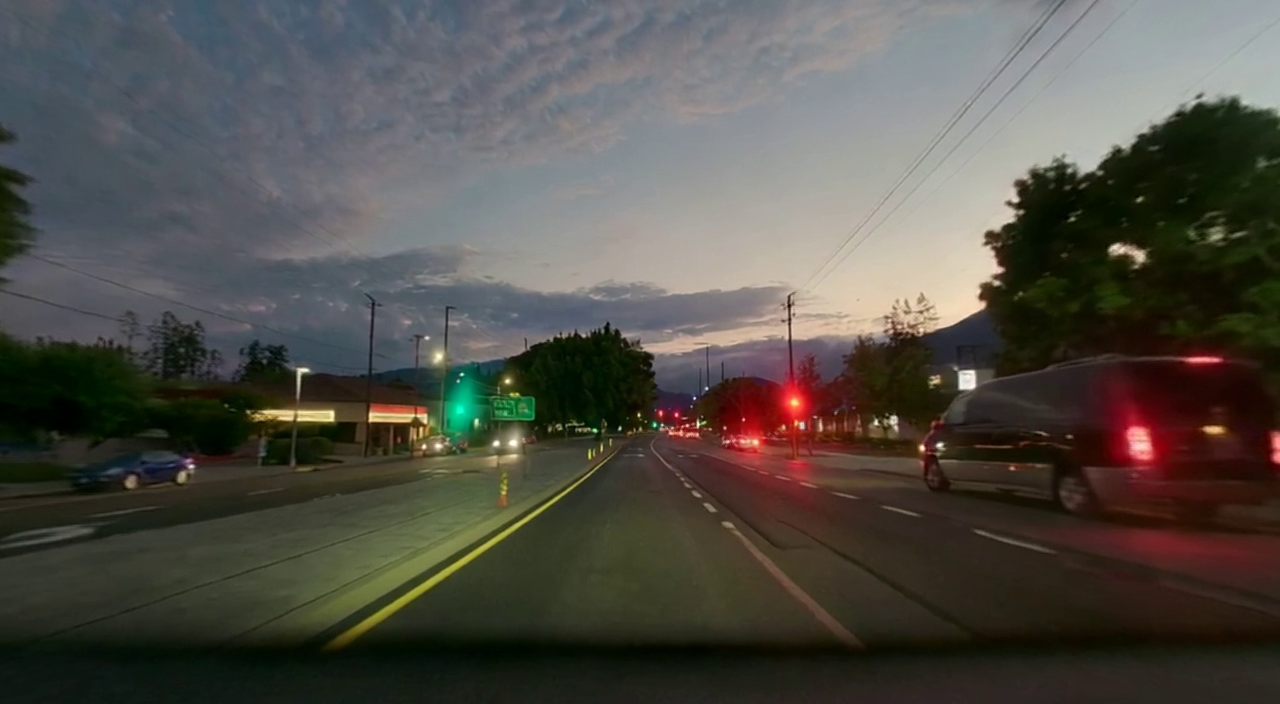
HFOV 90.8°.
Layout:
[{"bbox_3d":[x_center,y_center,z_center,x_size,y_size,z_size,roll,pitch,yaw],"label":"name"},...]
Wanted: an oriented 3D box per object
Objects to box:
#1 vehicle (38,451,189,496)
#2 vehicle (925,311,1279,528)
[{"bbox_3d":[-19.518,4.493,23.748,1.813,1.465,4.454,0,-9,0],"label":"vehicle"},{"bbox_3d":[9.652,1.636,14.002,2.684,3.381,8.336,0,-9,0],"label":"vehicle"}]
